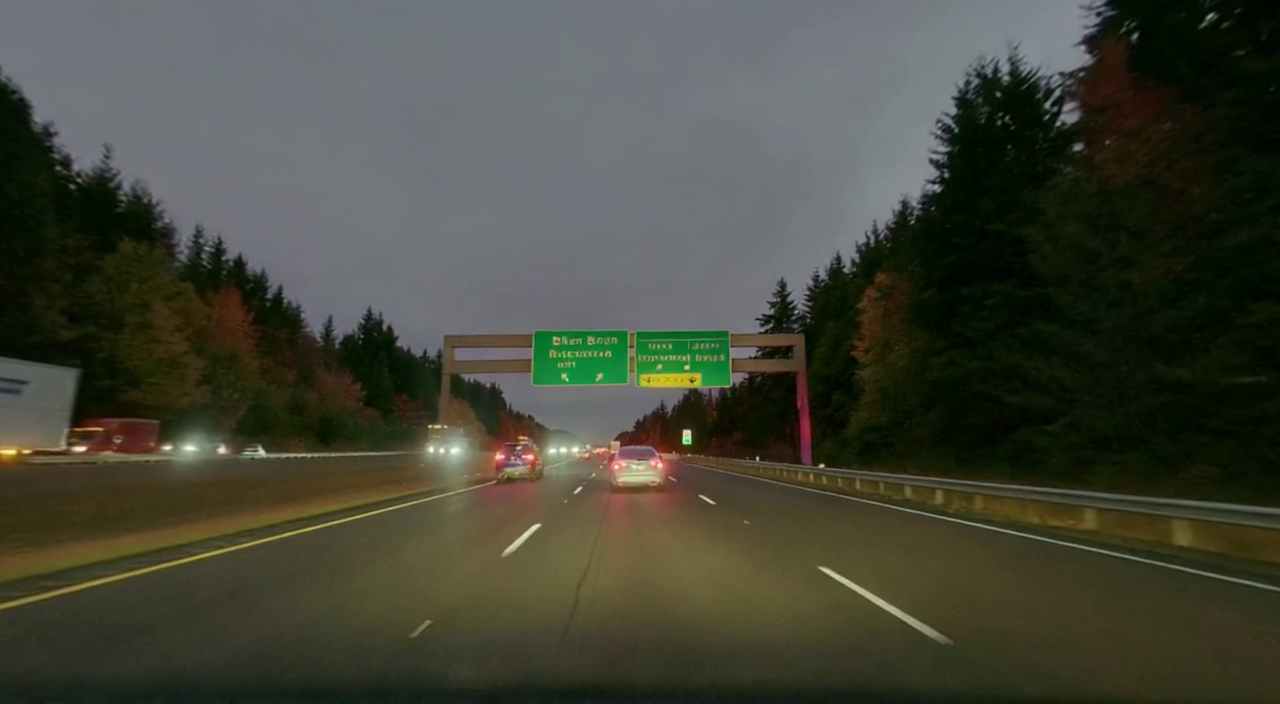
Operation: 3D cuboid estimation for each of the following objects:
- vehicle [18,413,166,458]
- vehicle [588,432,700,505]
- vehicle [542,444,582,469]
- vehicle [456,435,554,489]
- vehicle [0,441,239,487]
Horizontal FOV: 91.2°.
[{"bbox_3d":[-22.459,3.496,25.982,2.106,1.702,4.413,0,-9,0],"label":"vehicle"},{"bbox_3d":[0.058,3.050,16.775,2.634,1.679,4.070,0,-9,-1],"label":"vehicle"},{"bbox_3d":[-5.038,6.821,41.054,2.173,1.561,4.130,0,-9,-1],"label":"vehicle"},{"bbox_3d":[-4.547,3.792,21.855,2.545,1.679,4.267,0,-9,-1],"label":"vehicle"},{"bbox_3d":[-22.561,4.566,26.125,2.781,1.486,14.211,0,-9,-1],"label":"vehicle"}]
